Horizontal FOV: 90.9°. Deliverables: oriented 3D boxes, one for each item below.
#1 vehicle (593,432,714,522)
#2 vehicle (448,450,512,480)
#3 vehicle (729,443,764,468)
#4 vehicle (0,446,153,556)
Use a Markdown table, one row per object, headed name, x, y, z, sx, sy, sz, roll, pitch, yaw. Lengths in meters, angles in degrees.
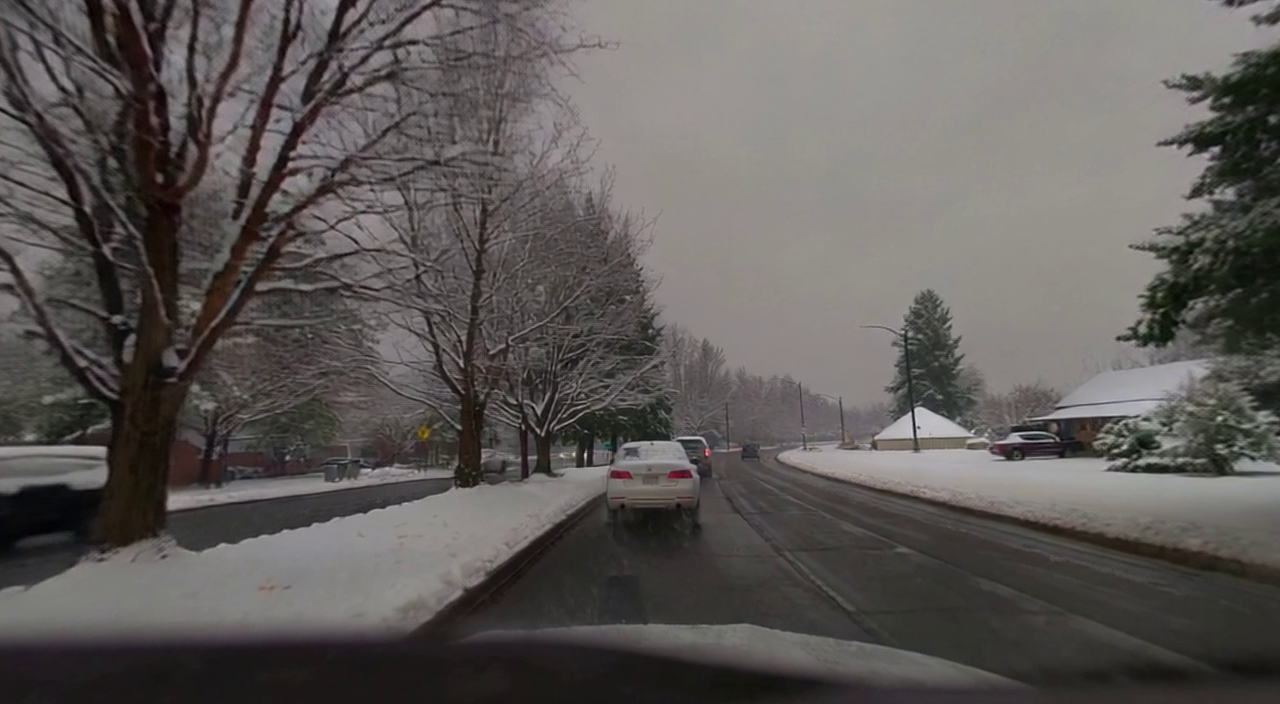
| name | x | y | z | sx | sy | sz | roll | pitch | yaw |
| --- | --- | --- | --- | --- | --- | --- | --- | --- | --- |
| vehicle | 0.339 | 2.543 | 13.395 | 2.154 | 1.585 | 3.997 | -1 | -8 | 3 |
| vehicle | -8.806 | 6.225 | 35.120 | 1.909 | 1.468 | 4.597 | -1 | -8 | 7 |
| vehicle | 6.717 | 6.527 | 40.089 | 1.984 | 1.507 | 4.359 | -1 | -8 | 7 |
| vehicle | -11.051 | 2.448 | 10.551 | 2.068 | 1.688 | 4.665 | 0 | -8 | 0 |
